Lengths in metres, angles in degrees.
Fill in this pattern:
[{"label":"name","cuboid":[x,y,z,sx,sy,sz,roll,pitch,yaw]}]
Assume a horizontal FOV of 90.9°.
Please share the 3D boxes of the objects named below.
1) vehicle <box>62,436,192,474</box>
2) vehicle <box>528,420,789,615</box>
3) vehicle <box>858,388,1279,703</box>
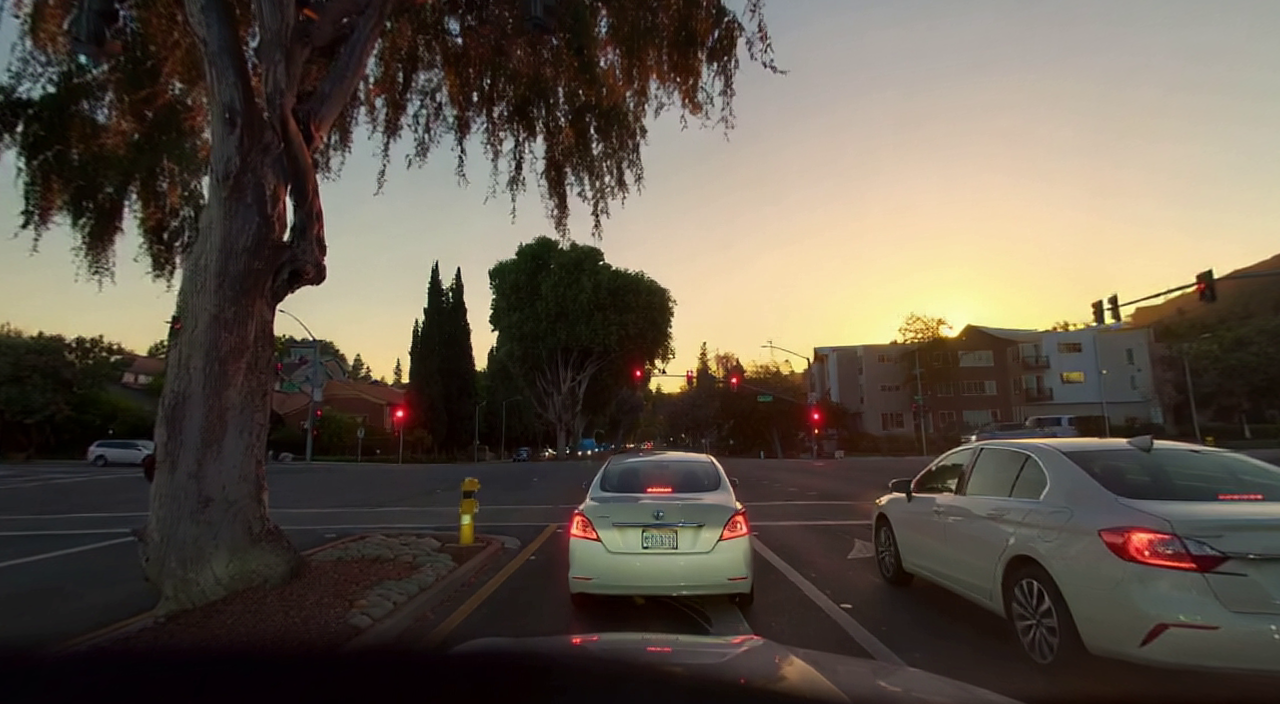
[{"label":"vehicle","cuboid":[-24.288,4.871,29.981,4.450,1.684,1.894,0,-8,0]},{"label":"vehicle","cuboid":[0.103,1.564,6.870,2.017,1.485,3.813,0,-8,-1]},{"label":"vehicle","cuboid":[3.173,1.120,3.892,1.931,1.493,4.555,0,-8,-1]}]
